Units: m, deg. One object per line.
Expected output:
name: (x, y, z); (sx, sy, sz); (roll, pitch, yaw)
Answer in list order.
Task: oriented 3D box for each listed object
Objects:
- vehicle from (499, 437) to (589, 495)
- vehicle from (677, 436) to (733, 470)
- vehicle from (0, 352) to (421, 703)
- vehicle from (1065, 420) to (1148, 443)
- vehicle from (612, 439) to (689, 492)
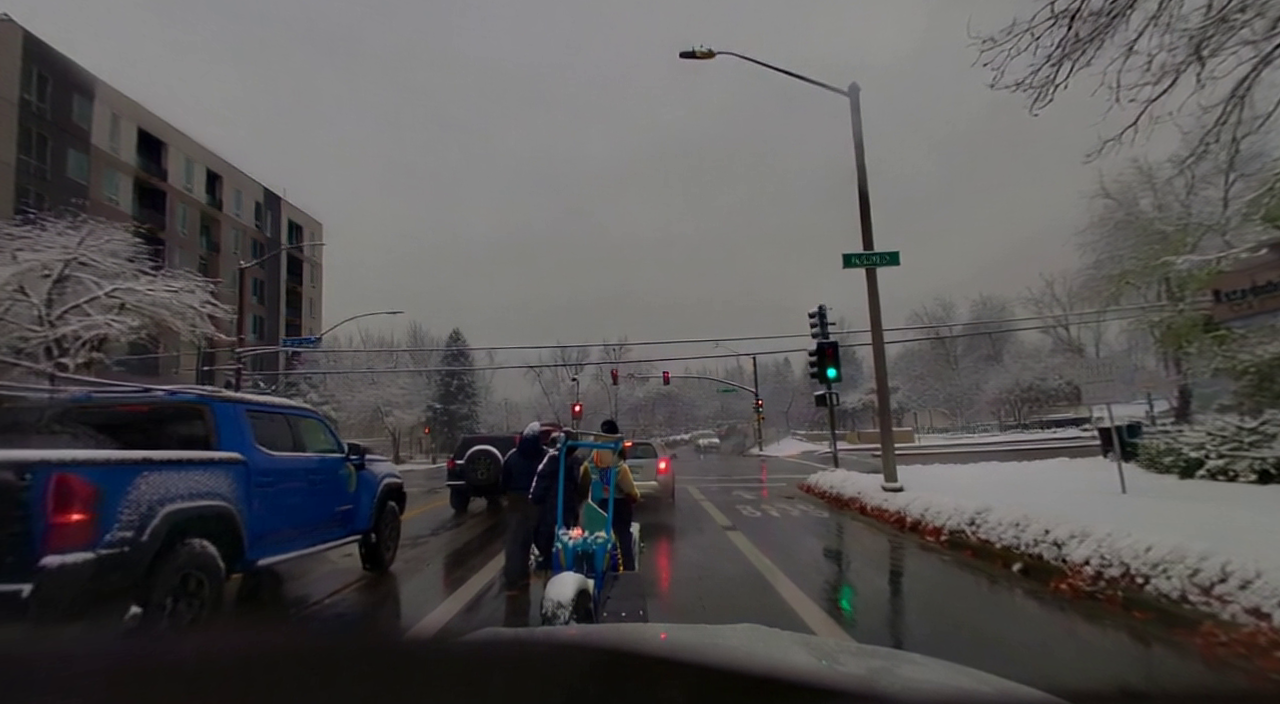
vehicle: (-2.903, 3.549, 19.866); (1.935, 1.615, 4.073); (-1, -8, 4)
vehicle: (3.529, 5.367, 33.458); (2.082, 1.671, 3.992); (-3, -9, 20)
vehicle: (-3.586, 1.225, 5.042); (2.000, 1.809, 4.405); (0, -8, 1)
vehicle: (30.732, 5.282, 41.432); (1.751, 1.420, 4.027); (8, -12, -42)
vehicle: (0.434, 3.498, 19.739); (2.025, 1.458, 4.085); (-1, -8, 6)
